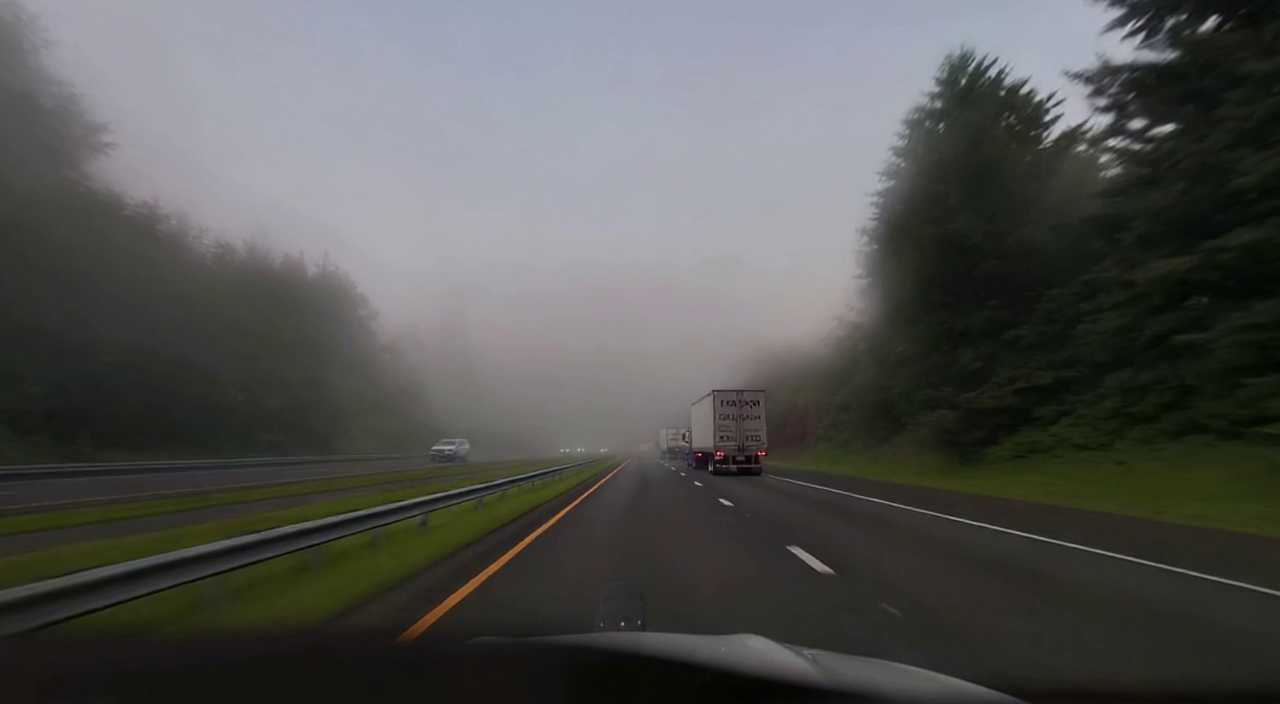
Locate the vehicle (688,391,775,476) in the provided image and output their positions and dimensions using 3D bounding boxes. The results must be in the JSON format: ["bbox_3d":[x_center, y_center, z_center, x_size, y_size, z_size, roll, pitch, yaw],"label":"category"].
[{"bbox_3d":[4.918,5.012,37.418,2.929,4.093,14.258,0,-9,0],"label":"vehicle"}]

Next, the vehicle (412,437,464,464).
[{"bbox_3d":[-12.080,5.969,38.019,1.830,1.520,3.936,0,-9,0],"label":"vehicle"}]
